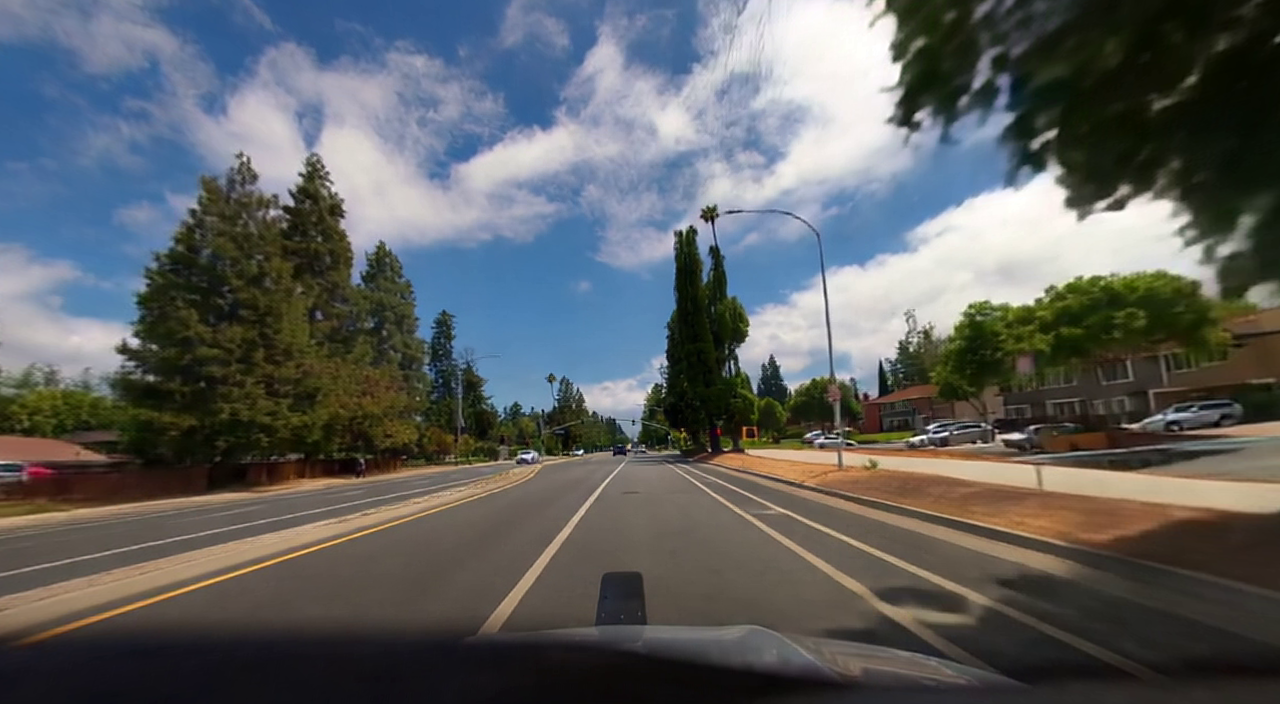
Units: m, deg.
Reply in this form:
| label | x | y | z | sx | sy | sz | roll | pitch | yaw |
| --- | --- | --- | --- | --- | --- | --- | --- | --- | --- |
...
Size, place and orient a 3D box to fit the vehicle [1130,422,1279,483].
| label | x | y | z | sx | sy | sz | roll | pitch | yaw |
| --- | --- | --- | --- | --- | --- | --- | --- | --- | --- |
| vehicle | 16.000 | 2.673 | 16.928 | 1.849 | 1.415 | 4.801 | 0 | -8 | 0 |

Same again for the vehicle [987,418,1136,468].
| label | x | y | z | sx | sy | sz | roll | pitch | yaw |
| --- | --- | --- | --- | --- | --- | --- | --- | --- | --- |
| vehicle | 15.618 | 3.451 | 23.849 | 2.106 | 1.670 | 5.008 | 0 | -8 | 0 |
